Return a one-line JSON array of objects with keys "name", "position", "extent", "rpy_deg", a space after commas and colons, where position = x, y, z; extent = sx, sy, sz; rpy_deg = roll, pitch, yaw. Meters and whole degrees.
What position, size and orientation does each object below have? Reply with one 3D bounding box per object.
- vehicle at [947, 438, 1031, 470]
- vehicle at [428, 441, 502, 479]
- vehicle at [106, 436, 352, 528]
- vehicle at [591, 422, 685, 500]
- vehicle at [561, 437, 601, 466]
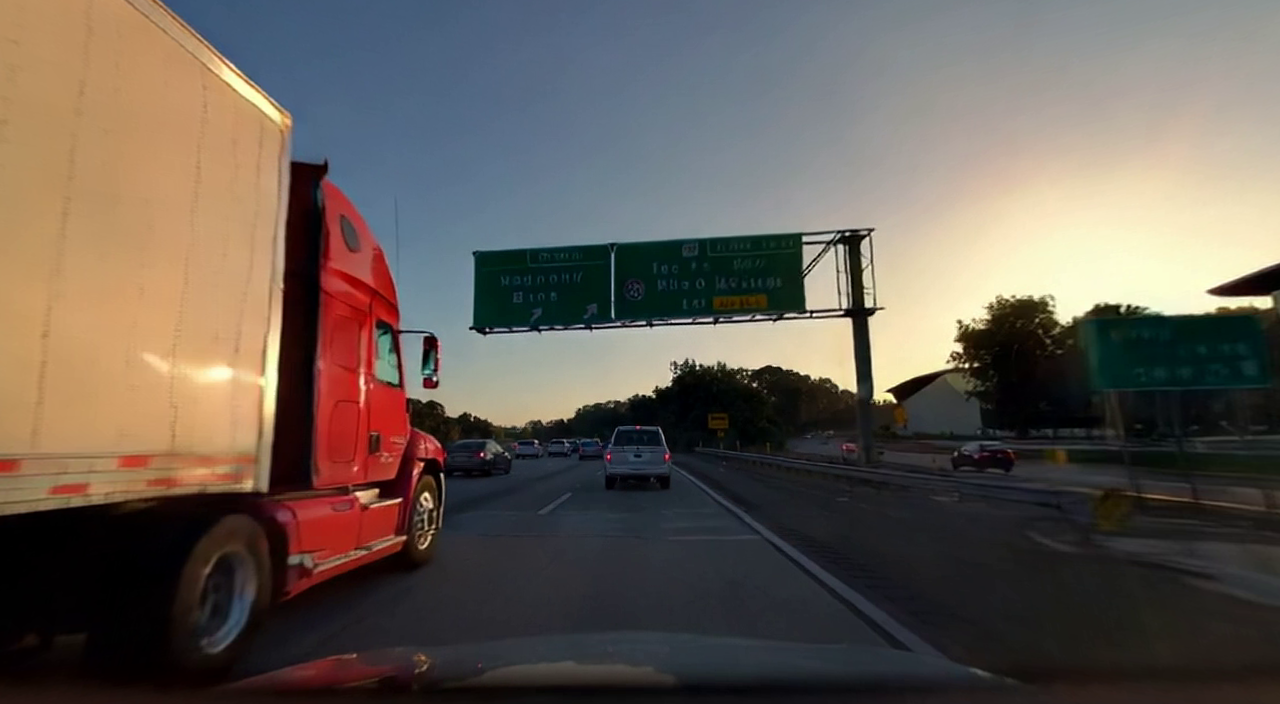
[{"name": "vehicle", "position": [17.382, 5.130, 31.739], "extent": [1.918, 1.472, 4.782], "rpy_deg": [-1, -9, 6]}, {"name": "vehicle", "position": [-7.349, 4.552, 26.903], "extent": [1.869, 1.466, 4.217], "rpy_deg": [0, -9, 1]}, {"name": "vehicle", "position": [-7.583, 2.413, 12.293], "extent": [1.864, 1.458, 4.295], "rpy_deg": [0, -9, 1]}, {"name": "vehicle", "position": [-0.054, 2.815, 16.527], "extent": [2.152, 1.779, 3.924], "rpy_deg": [0, -9, 0]}, {"name": "vehicle", "position": [-3.524, 6.000, 38.189], "extent": [1.952, 1.649, 4.131], "rpy_deg": [0, -9, 1]}]
